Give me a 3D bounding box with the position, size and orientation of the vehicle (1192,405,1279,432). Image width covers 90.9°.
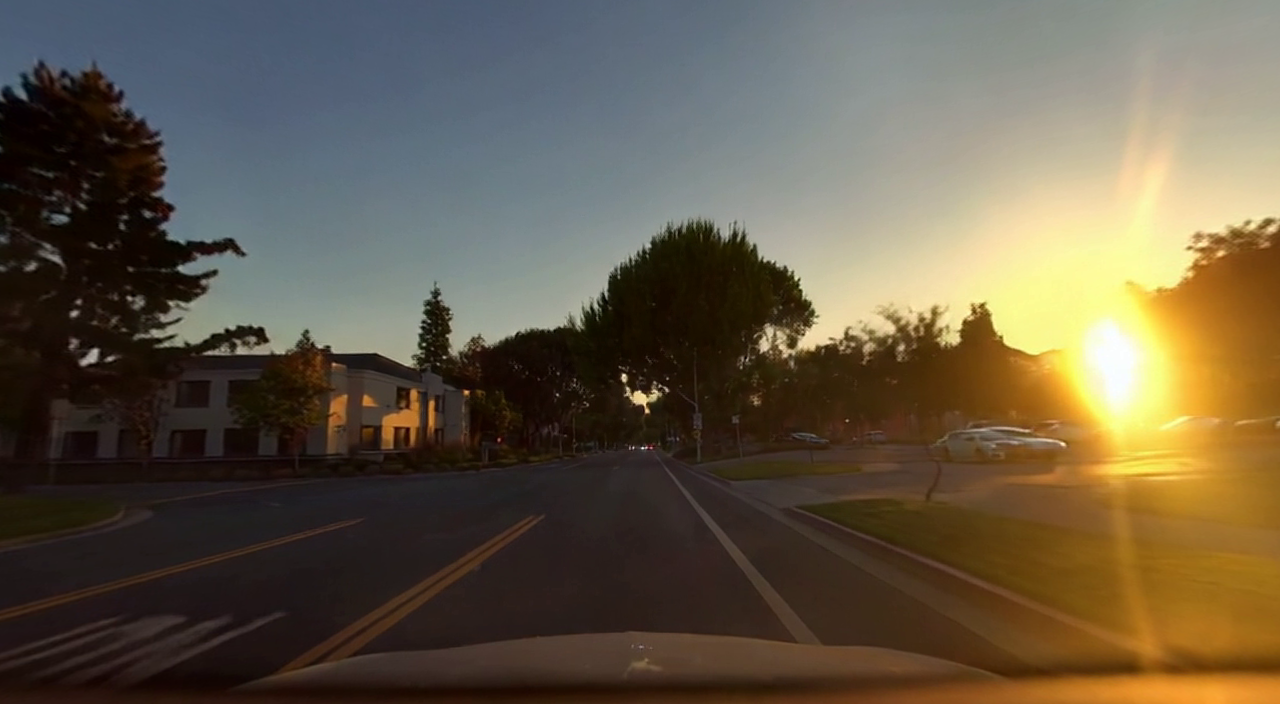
[{"bbox_3d":[43.246,4.884,45.912,1.791,1.739,4.750,0,-8,0],"label":"vehicle"}]

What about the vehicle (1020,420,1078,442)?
[{"bbox_3d":[29.810,5.821,46.070,1.740,1.466,3.900,0,-8,2],"label":"vehicle"}]

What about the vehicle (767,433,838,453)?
[{"bbox_3d":[12.645,7.108,49.246,4.955,1.489,2.002,0,-8,2],"label":"vehicle"}]

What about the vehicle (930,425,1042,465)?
[{"bbox_3d":[13.722,3.748,25.366,1.927,1.464,4.644,0,-8,1],"label":"vehicle"}]

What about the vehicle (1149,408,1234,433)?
[{"bbox_3d":[40.537,5.115,46.470,1.932,1.631,4.750,0,-9,0],"label":"vehicle"}]

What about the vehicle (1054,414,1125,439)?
[{"bbox_3d":[32.551,5.482,45.778,1.898,1.689,4.375,0,-8,-1],"label":"vehicle"}]
